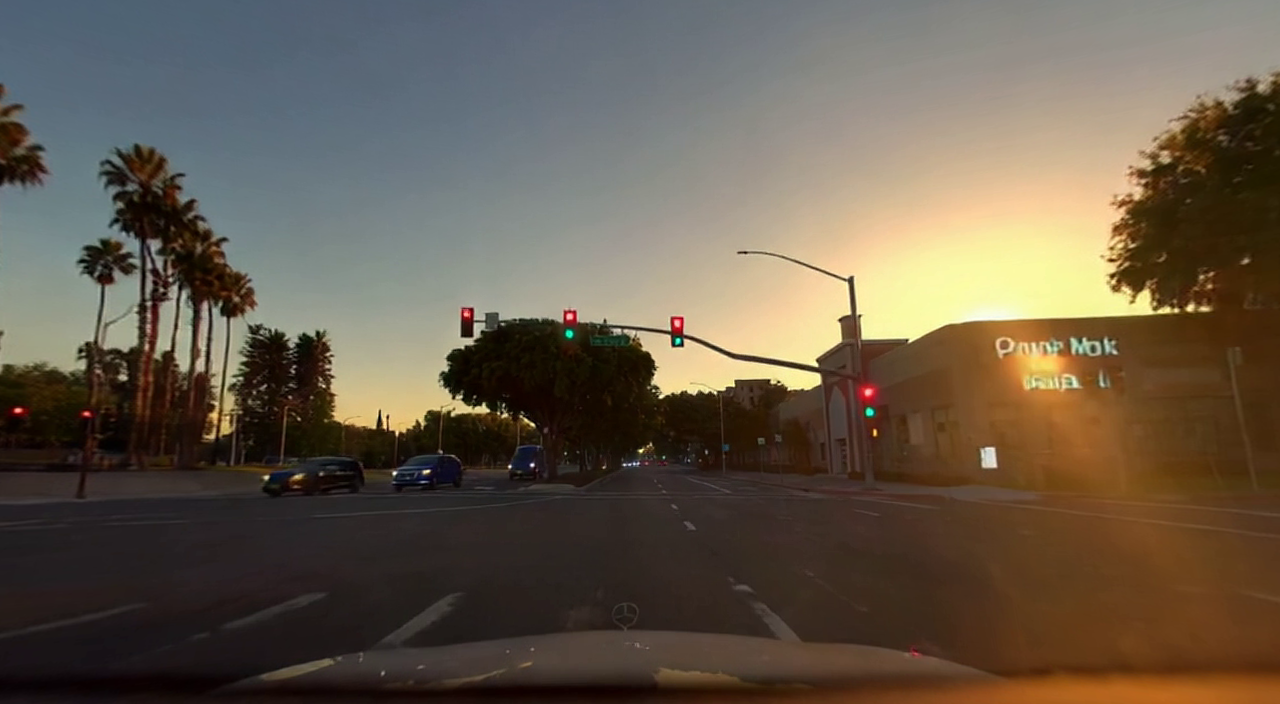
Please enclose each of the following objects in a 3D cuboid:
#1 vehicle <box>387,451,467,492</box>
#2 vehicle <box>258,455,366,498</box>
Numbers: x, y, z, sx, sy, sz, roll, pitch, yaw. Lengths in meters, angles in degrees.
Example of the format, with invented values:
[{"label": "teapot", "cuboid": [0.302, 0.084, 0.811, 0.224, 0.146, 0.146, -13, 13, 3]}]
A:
[{"label": "vehicle", "cuboid": [-9.512, 5.361, 28.646, 2.074, 1.681, 4.417, 0, -9, 1]}, {"label": "vehicle", "cuboid": [-13.857, 5.248, 27.040, 1.995, 1.632, 4.609, -1, -9, 2]}]
